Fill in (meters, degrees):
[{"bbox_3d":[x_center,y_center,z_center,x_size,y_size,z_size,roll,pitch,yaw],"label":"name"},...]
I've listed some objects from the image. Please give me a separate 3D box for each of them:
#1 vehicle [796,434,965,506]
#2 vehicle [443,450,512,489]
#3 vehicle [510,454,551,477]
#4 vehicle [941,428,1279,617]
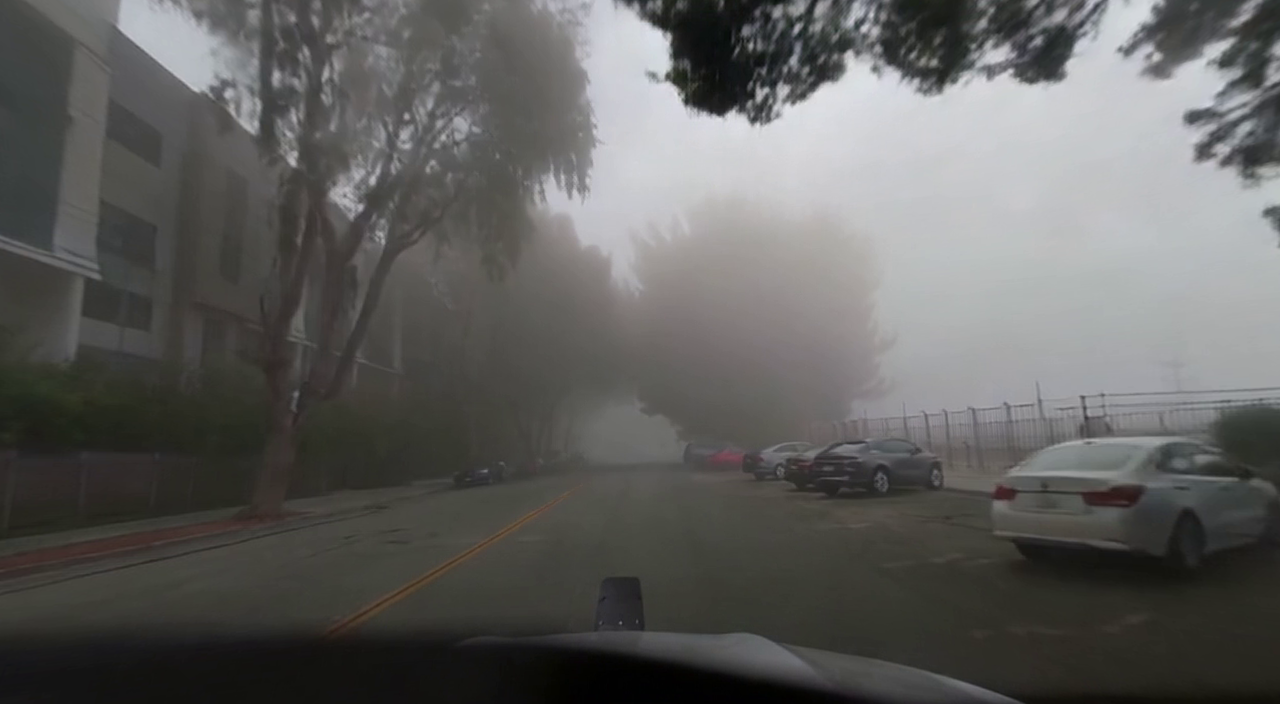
[{"bbox_3d":[6.396,3.049,16.801,3.954,1.666,2.213,5,-10,-33],"label":"vehicle"},{"bbox_3d":[-7.823,5.676,30.851,2.172,1.707,4.273,0,-8,1],"label":"vehicle"},{"bbox_3d":[-7.807,8.116,45.329,1.911,1.497,4.738,-1,-8,2],"label":"vehicle"},{"bbox_3d":[5.508,1.633,6.941,3.752,1.494,2.083,4,-10,-29],"label":"vehicle"}]
